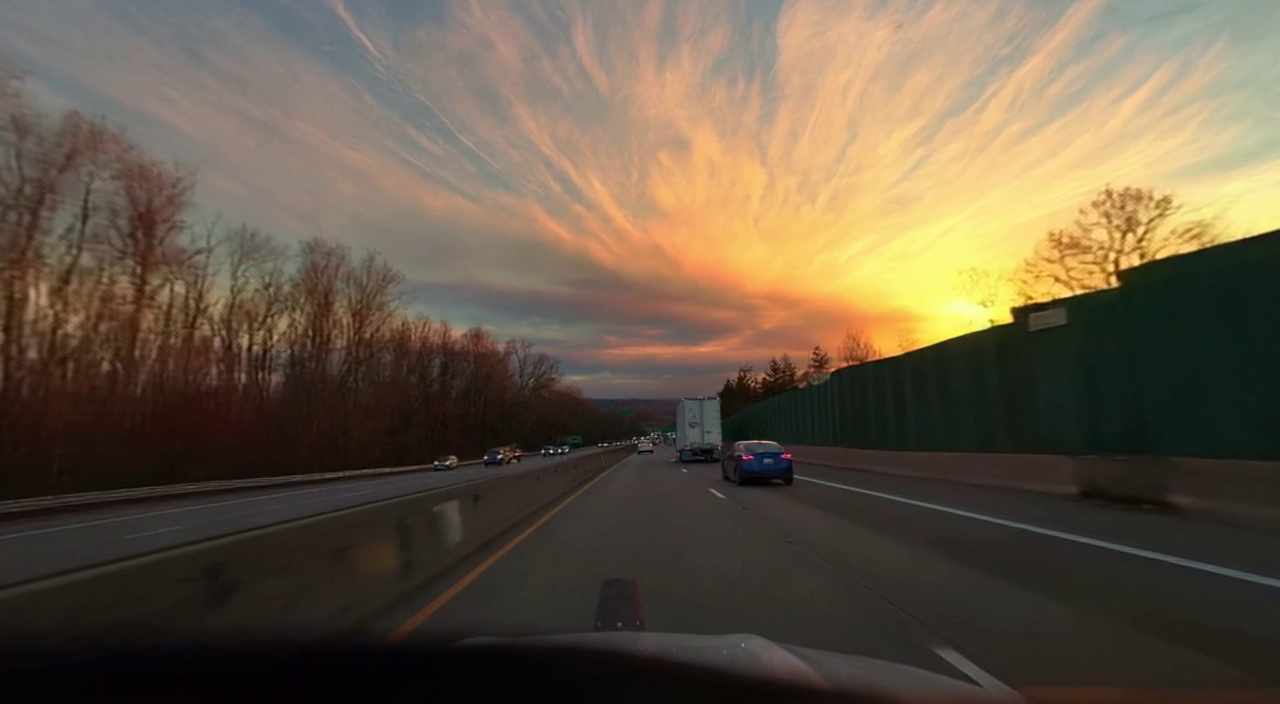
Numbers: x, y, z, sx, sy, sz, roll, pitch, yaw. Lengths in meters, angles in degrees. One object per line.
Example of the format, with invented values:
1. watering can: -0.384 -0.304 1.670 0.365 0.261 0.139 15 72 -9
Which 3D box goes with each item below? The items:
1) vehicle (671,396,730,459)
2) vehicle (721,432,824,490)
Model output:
1. vehicle: 4.400 6.169 49.876 3.255 4.142 16.256 0 -8 1
2. vehicle: 3.736 3.161 18.628 2.000 1.473 4.440 0 -8 -1
